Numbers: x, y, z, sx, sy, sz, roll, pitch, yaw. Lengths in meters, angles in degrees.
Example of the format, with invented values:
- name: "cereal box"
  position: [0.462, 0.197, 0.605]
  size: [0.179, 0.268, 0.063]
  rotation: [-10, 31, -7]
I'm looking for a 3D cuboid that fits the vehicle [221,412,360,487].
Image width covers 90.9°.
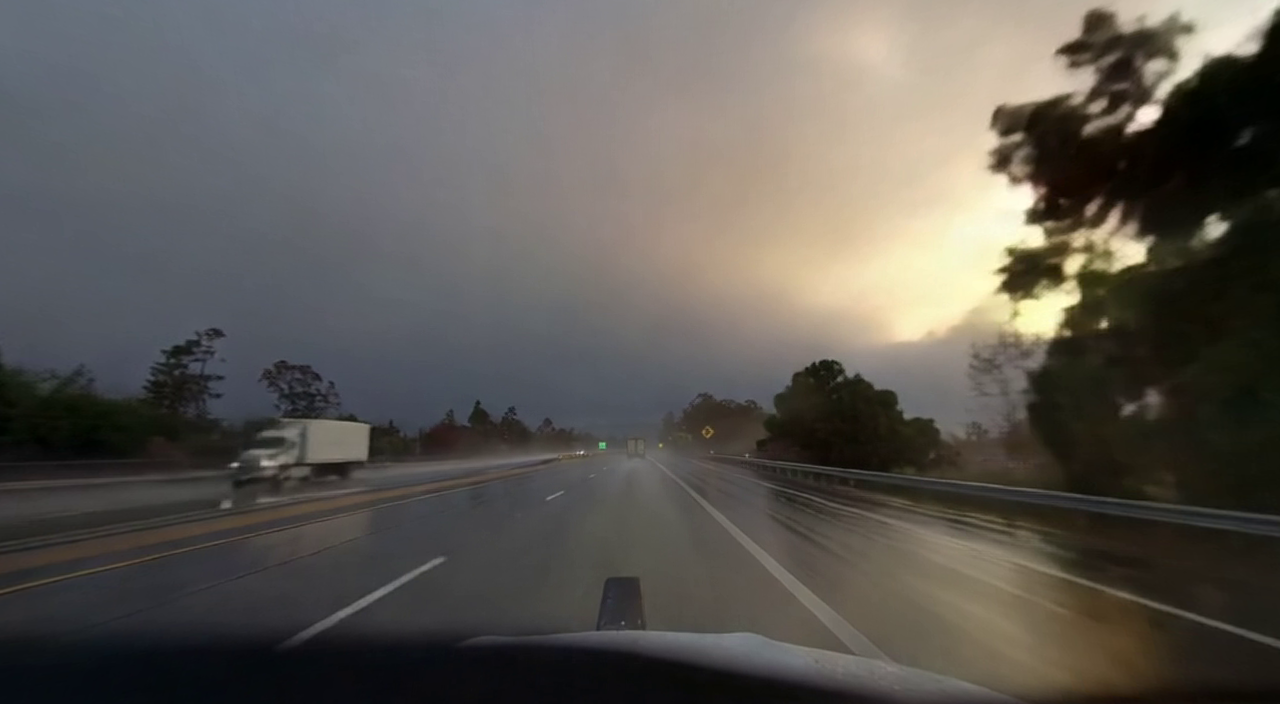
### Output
- name: "vehicle"
  position: [-17.185, 4.918, 31.745]
  size: [2.673, 3.263, 7.575]
  rotation: [-1, -9, -1]
